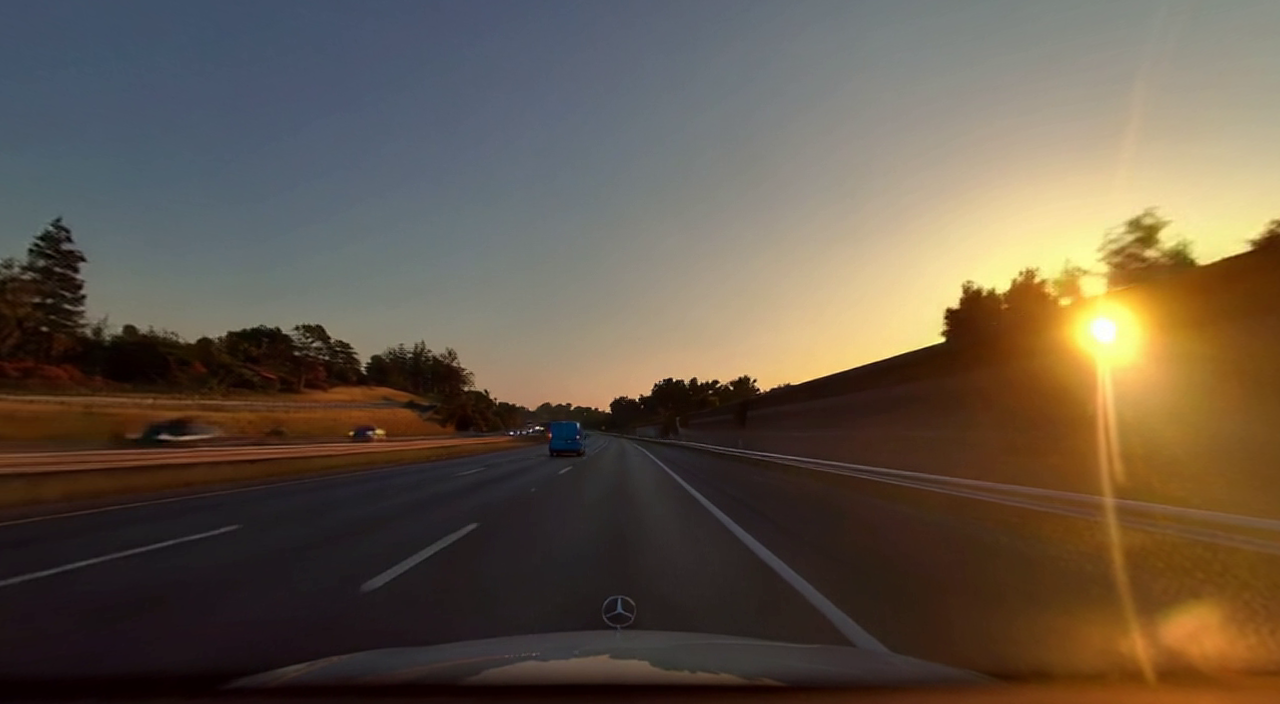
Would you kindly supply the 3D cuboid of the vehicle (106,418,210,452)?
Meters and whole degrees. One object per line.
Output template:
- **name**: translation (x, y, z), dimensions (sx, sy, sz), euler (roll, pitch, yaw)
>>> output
- **vehicle**: translation (-22.298, 3.878, 29.288), dimensions (1.787, 1.462, 3.938), euler (0, -8, -2)

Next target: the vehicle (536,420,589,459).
- **vehicle**: translation (-4.344, 5.010, 36.035), dimensions (2.309, 2.053, 4.884), euler (0, -8, 1)
